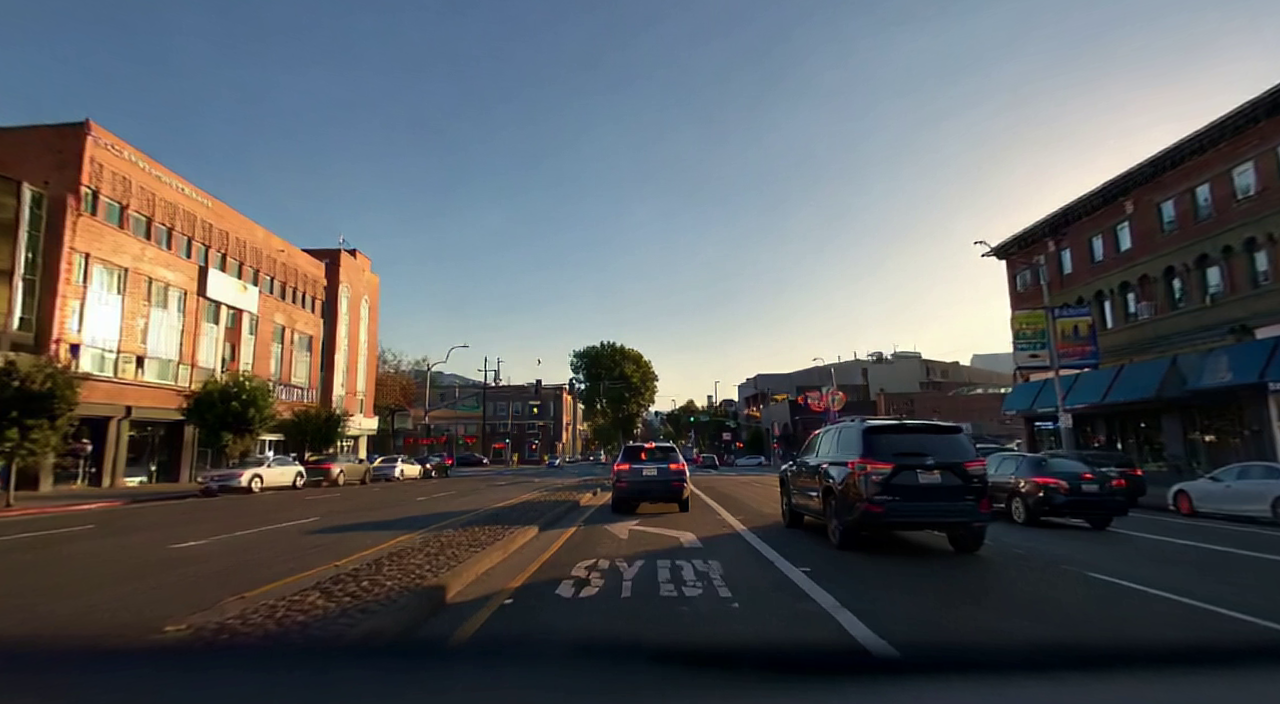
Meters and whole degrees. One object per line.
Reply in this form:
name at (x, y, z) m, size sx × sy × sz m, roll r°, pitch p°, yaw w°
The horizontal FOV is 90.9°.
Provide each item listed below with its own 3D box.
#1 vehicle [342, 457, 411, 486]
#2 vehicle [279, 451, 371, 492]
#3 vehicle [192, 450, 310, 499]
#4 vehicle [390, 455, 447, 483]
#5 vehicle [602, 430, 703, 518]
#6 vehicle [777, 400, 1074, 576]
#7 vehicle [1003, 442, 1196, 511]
vehicle at (-14.999, 6.811, 36.226) m, size 1.792 × 1.429 × 5.161 m, roll 0°, pitch -8°, yaw 0°
vehicle at (-15.092, 5.708, 30.594) m, size 1.825 × 1.685 × 5.220 m, roll 0°, pitch -8°, yaw -1°
vehicle at (-15.196, 4.751, 24.963) m, size 1.698 × 1.466 × 4.713 m, roll 0°, pitch -6°, yaw 0°
vehicle at (-14.907, 7.882, 42.773) m, size 2.096 × 1.416 × 4.885 m, roll 0°, pitch -5°, yaw 1°
vehicle at (0.290, 2.968, 15.920) m, size 2.157 × 1.863 × 4.665 m, roll 0°, pitch -8°, yaw 0°
vehicle at (3.720, 1.885, 9.637) m, size 2.115 × 1.932 × 5.189 m, roll 0°, pitch -8°, yaw 0°
vehicle at (14.077, 3.904, 19.888) m, size 2.151 × 1.833 × 5.323 m, roll -1°, pitch -11°, yaw 2°
